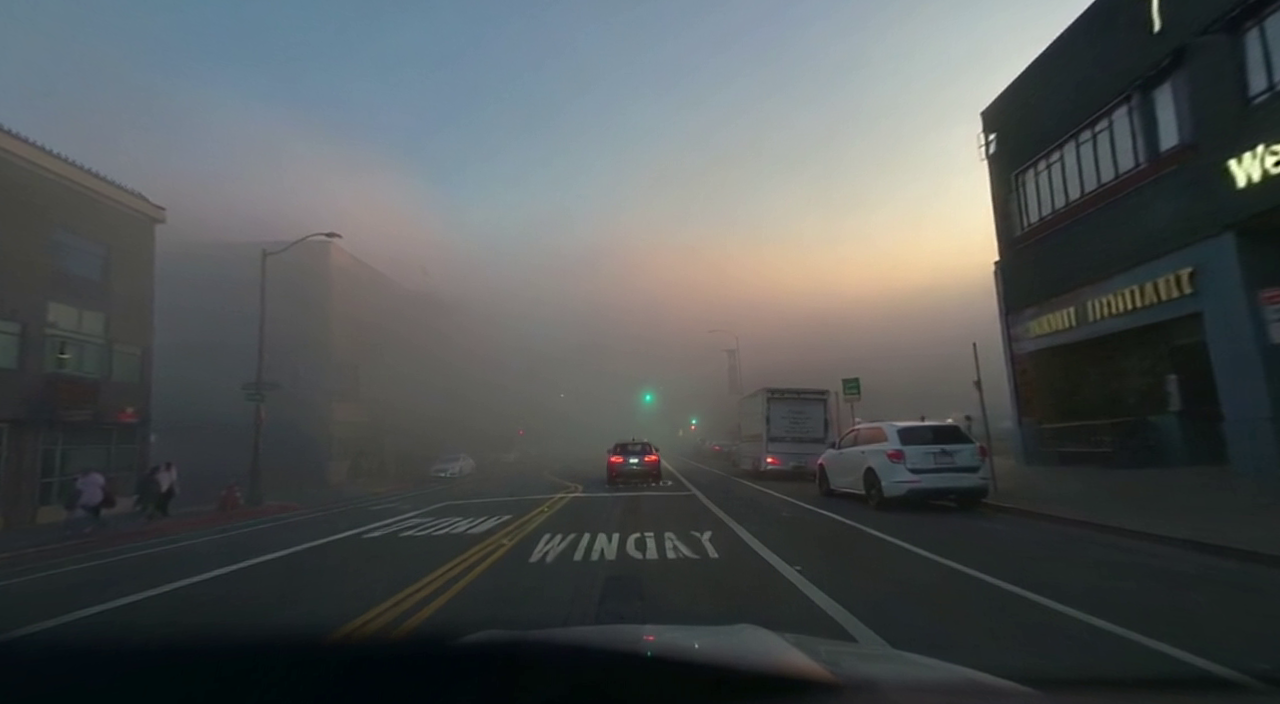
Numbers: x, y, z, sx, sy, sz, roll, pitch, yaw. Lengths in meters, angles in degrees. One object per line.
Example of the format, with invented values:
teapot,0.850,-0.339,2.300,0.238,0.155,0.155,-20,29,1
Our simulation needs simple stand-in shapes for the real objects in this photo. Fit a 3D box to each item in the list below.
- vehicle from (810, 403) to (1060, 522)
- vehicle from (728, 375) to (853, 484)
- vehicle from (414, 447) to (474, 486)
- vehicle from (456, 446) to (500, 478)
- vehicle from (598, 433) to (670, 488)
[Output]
vehicle,5.588,2.211,13.223,2.367,1.917,5.810,0,-8,-1
vehicle,5.424,3.050,24.408,2.893,3.553,7.295,0,-8,-1
vehicle,-11.280,6.578,36.636,2.055,1.685,4.370,-6,-5,-1
vehicle,-11.355,7.695,44.575,1.872,1.731,4.656,-4,-6,-2
vehicle,-0.181,3.498,20.735,2.086,1.575,4.205,0,-8,0
